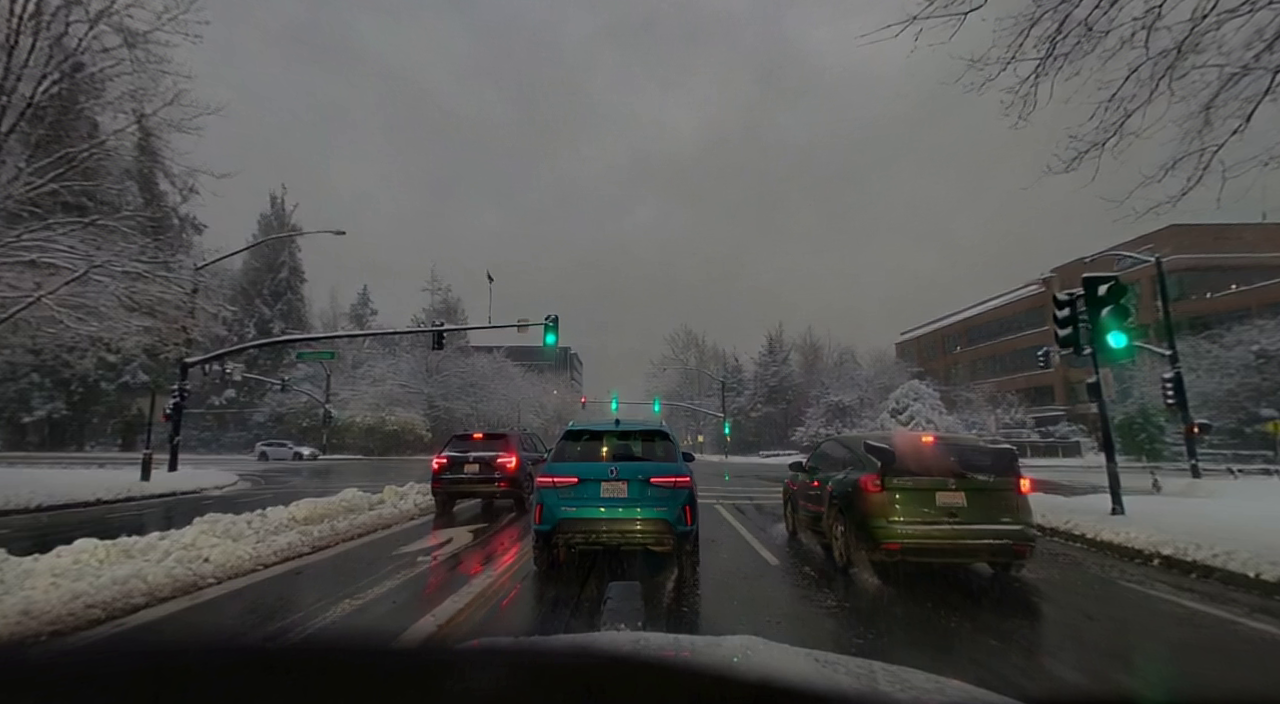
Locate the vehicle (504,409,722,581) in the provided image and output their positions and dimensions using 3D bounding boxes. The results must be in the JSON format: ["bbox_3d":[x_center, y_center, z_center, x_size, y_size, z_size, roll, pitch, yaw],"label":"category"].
[{"bbox_3d":[-0.244,1.700,8.277,2.108,1.654,4.235,0,-8,0],"label":"vehicle"}]

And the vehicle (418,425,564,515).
[{"bbox_3d":[-3.000,2.483,13.640,1.987,1.633,4.005,0,-8,3],"label":"vehicle"}]

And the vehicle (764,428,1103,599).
[{"bbox_3d":[3.017,1.750,7.805,2.056,1.468,4.520,0,-8,0],"label":"vehicle"}]
